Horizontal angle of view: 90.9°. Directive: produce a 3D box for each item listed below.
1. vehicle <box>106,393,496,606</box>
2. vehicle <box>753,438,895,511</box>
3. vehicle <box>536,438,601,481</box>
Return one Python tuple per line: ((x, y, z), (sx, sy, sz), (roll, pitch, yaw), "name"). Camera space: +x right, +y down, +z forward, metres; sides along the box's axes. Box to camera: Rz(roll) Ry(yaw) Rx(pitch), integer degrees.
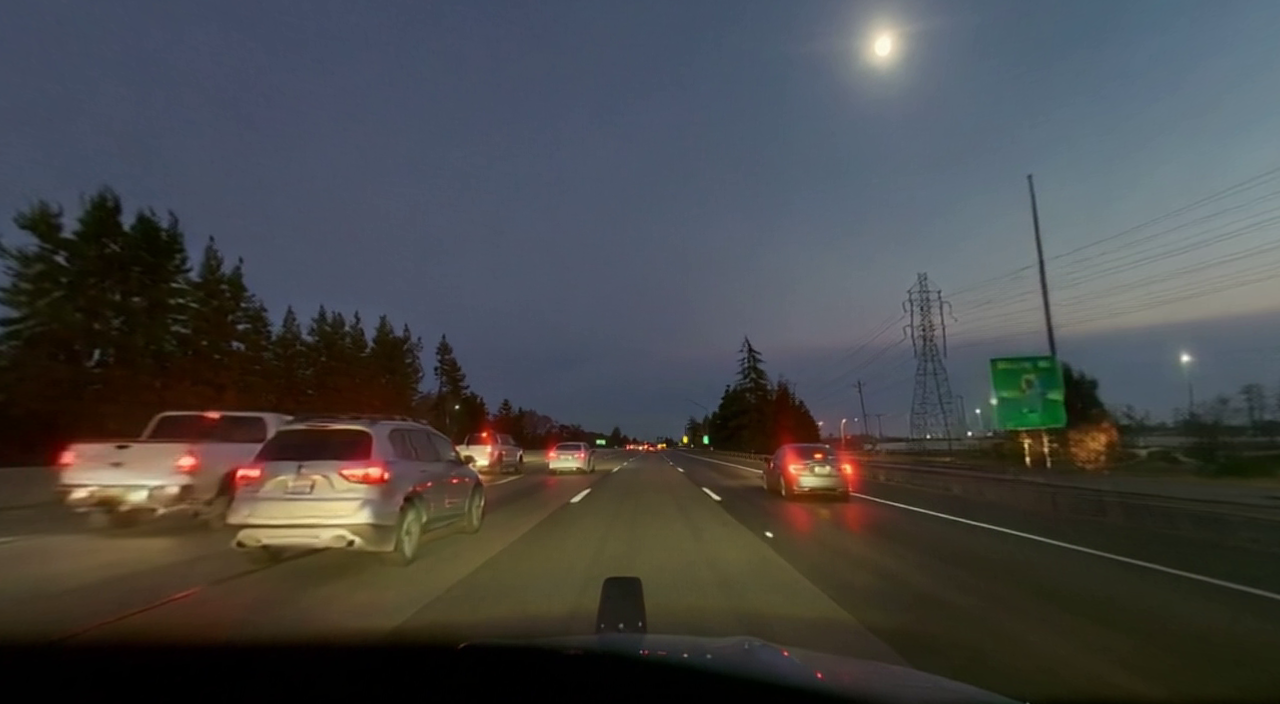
((-3.373, 1.574, 7.636), (2.133, 1.775, 4.530), (0, -8, 1), "vehicle")
((4.197, 2.868, 15.321), (2.022, 1.472, 4.678), (0, -8, 0), "vehicle")
((-2.941, 4.539, 27.045), (2.133, 1.668, 4.505), (0, -8, 2), "vehicle")
